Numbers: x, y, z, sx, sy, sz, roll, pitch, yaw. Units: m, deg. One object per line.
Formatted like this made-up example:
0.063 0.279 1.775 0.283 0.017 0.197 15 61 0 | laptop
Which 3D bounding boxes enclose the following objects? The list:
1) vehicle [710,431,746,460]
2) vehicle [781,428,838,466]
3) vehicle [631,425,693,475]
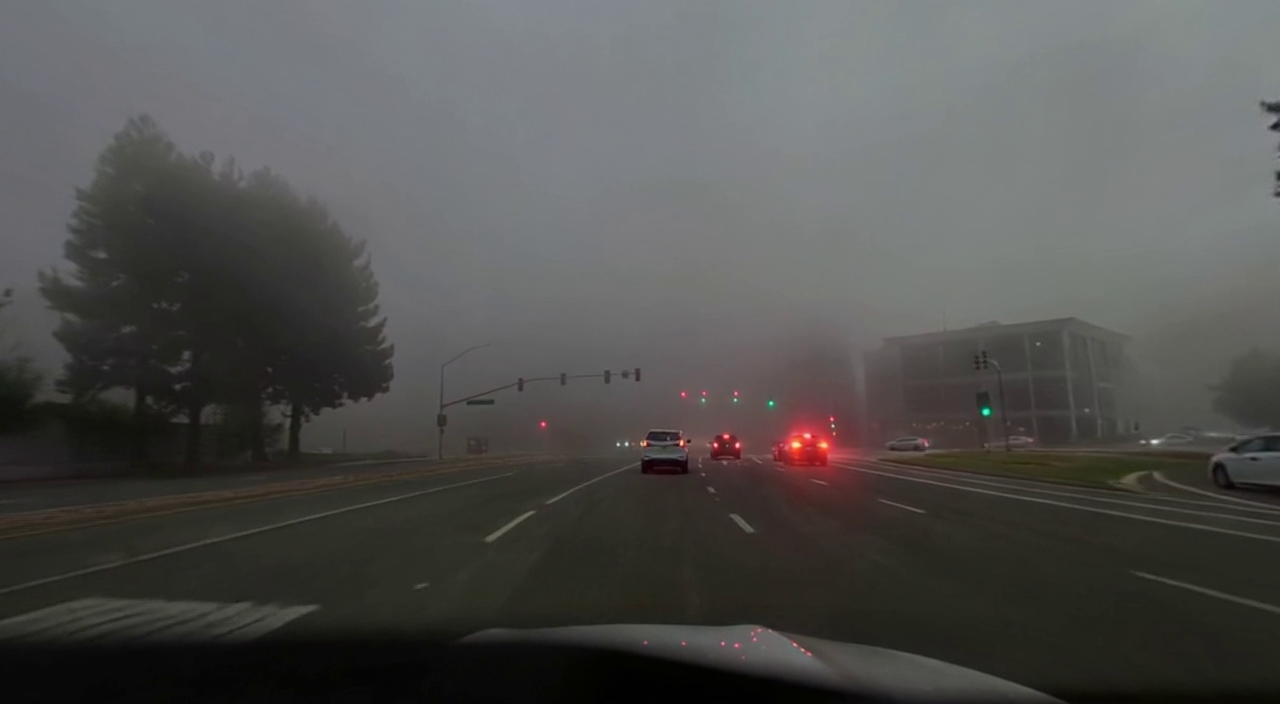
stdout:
5.809 6.192 41.590 2.188 1.774 4.646 -1 -9 8 | vehicle
8.731 4.974 32.948 2.074 1.791 4.393 -1 -9 5 | vehicle
0.925 3.883 24.988 2.211 1.795 4.179 -1 -9 4 | vehicle
